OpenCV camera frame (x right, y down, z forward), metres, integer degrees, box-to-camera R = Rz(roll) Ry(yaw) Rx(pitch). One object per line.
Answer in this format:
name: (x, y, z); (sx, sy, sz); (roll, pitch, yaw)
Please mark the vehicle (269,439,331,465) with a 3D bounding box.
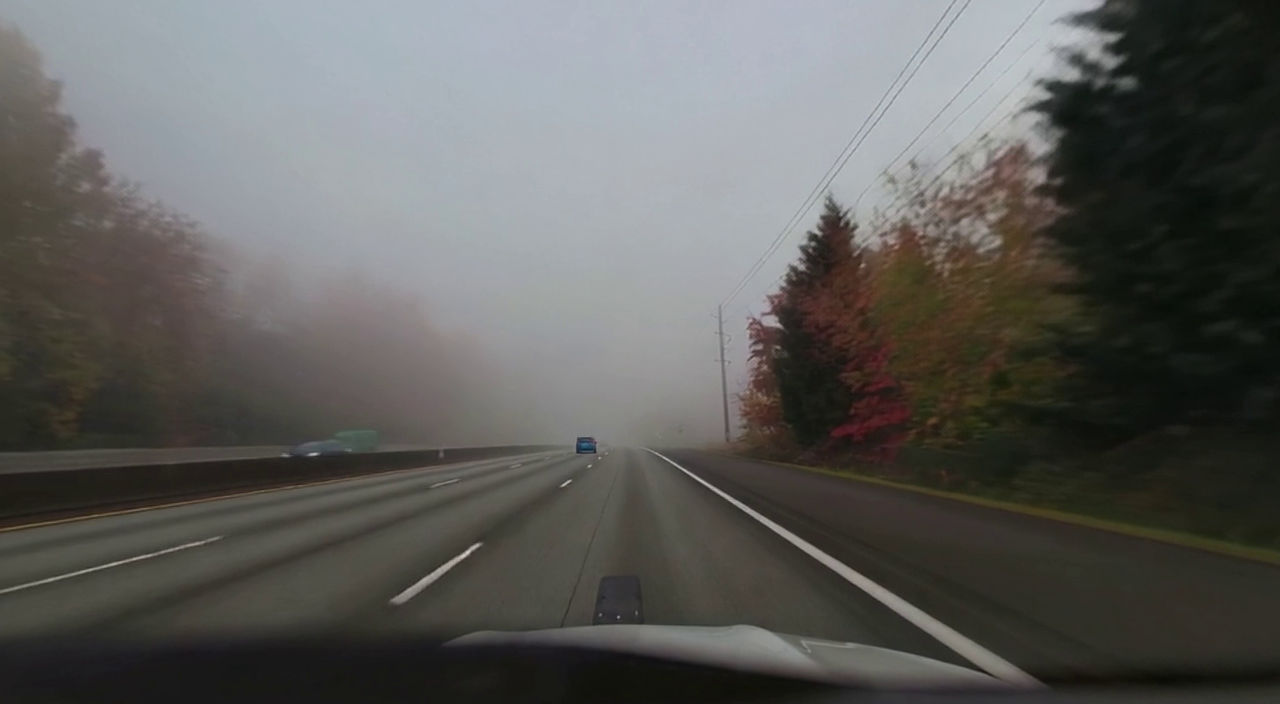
vehicle: (-21.262, 6.255, 39.458); (1.760, 1.492, 3.840); (0, -8, -1)
